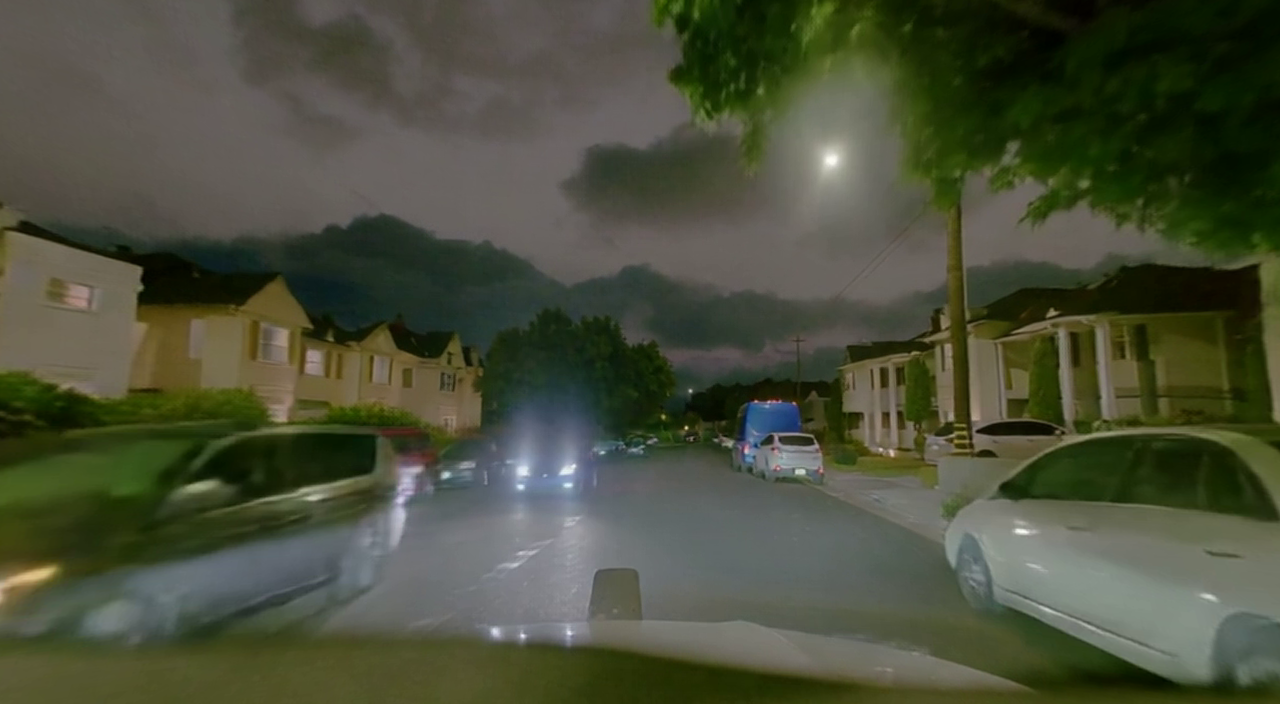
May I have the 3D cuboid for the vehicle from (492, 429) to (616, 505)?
[{"bbox_3d":[-1.837,2.585,14.730,1.889,1.505,3.849,-1,-8,8],"label":"vehicle"}]

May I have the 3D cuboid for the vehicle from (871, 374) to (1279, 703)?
[{"bbox_3d":[3.009,1.038,3.462,2.052,1.499,4.699,-1,-8,5],"label":"vehicle"}]

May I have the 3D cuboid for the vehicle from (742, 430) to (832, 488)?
[{"bbox_3d":[4.207,3.095,18.722,1.955,1.500,4.410,-1,-8,5],"label":"vehicle"}]

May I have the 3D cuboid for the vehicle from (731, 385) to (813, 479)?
[{"bbox_3d":[4.854,3.087,24.207,2.317,3.096,6.383,-1,-8,6],"label":"vehicle"}]

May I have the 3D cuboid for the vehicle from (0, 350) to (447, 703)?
[{"bbox_3d":[-3.154,1.111,4.445,1.959,1.670,4.255,-1,-8,4],"label":"vehicle"}]
